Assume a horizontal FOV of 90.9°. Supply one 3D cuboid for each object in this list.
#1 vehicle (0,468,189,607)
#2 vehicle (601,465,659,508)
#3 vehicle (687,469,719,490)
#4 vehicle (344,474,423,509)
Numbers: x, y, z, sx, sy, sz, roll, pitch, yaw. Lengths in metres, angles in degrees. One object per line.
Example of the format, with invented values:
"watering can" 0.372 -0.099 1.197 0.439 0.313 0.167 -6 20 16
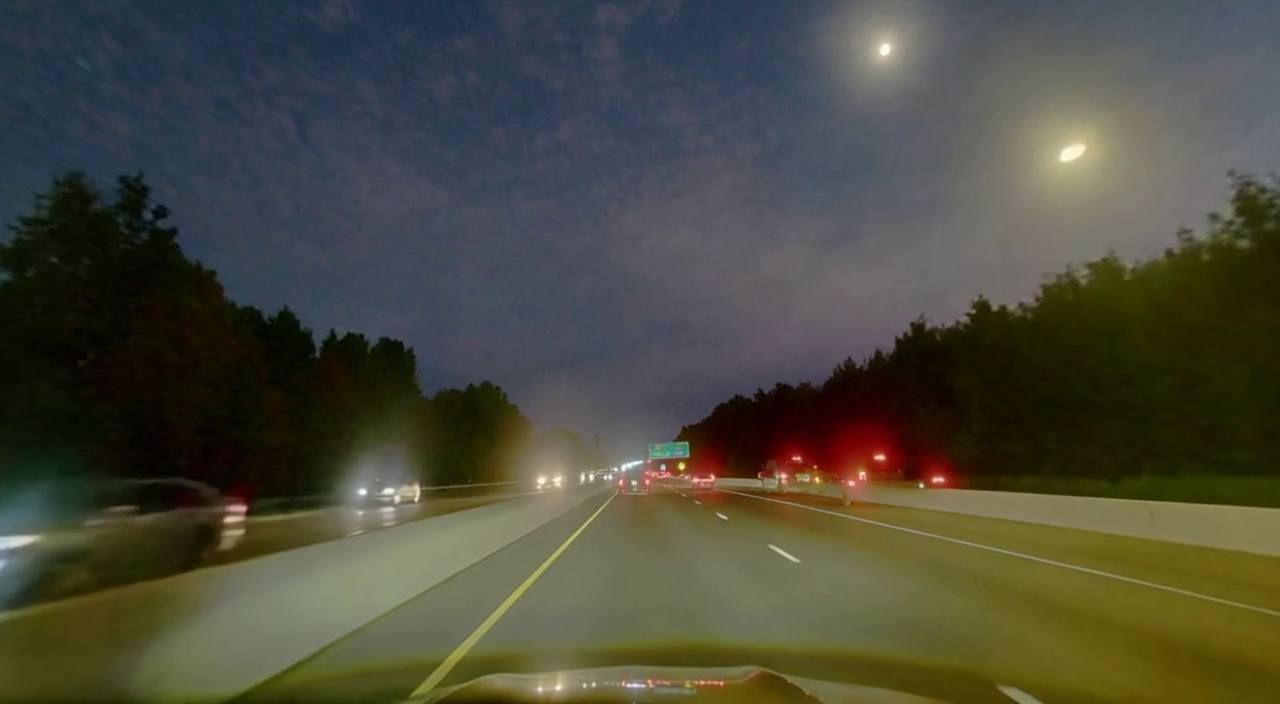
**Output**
"vehicle" -7.820 2.179 7.726 1.780 1.447 3.670 1 -10 0
"vehicle" -0.375 5.120 24.205 2.060 1.473 3.726 1 -10 -1
"vehicle" 4.743 9.694 47.965 1.974 1.476 4.119 1 -10 -1
"vehicle" -12.167 6.630 30.200 1.909 1.445 4.225 0 -10 2
